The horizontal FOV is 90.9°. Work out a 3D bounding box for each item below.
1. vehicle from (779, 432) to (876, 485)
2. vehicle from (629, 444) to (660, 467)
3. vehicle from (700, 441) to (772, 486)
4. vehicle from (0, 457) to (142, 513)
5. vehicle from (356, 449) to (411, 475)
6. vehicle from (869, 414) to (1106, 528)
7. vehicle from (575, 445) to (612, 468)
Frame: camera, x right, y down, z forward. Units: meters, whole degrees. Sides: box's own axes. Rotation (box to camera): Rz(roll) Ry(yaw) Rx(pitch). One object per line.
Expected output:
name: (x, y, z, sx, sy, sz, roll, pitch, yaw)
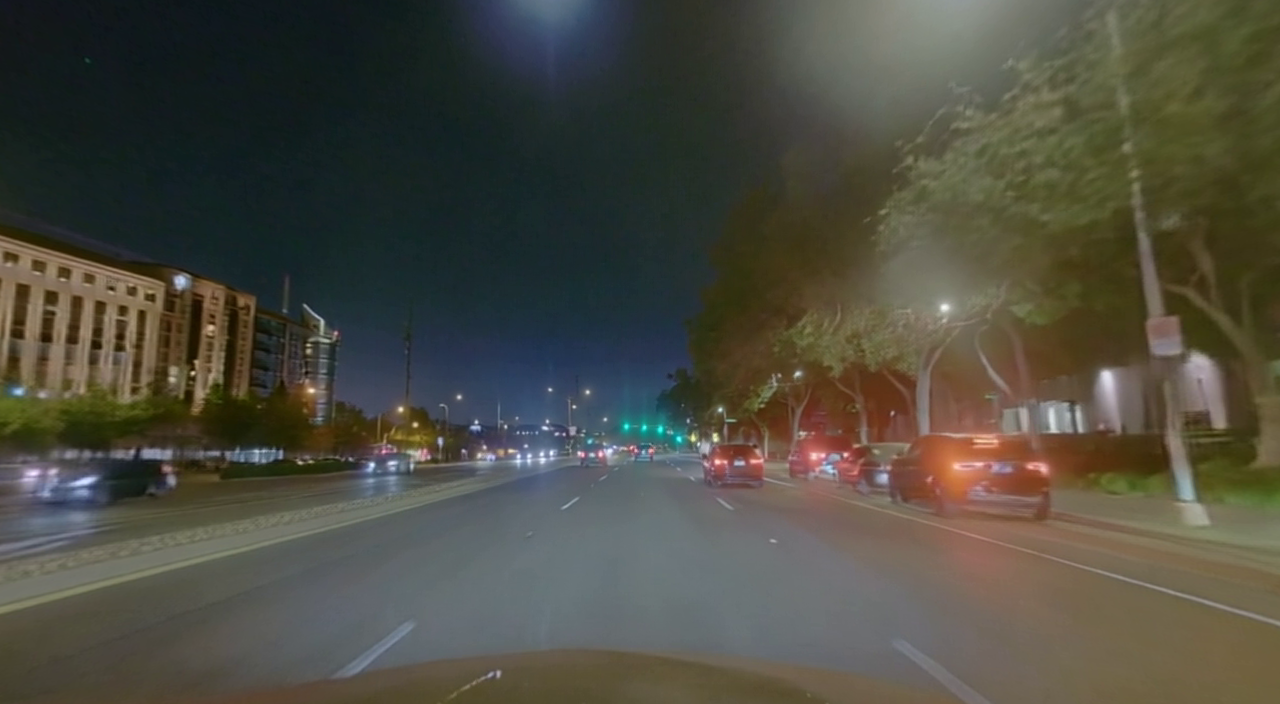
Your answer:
vehicle: (7.186, 4.138, 24.907, 2.087, 1.823, 5.906, 0, -8, 1)
vehicle: (0.356, 7.153, 43.822, 2.101, 1.480, 3.929, 0, -8, 2)
vehicle: (3.481, 4.129, 23.728, 1.990, 1.486, 4.431, 0, -8, 0)
vehicle: (-18.831, 4.257, 20.334, 1.864, 1.458, 4.598, -5, -8, 0)
vehicle: (-18.821, 8.073, 46.520, 2.022, 1.735, 4.695, 0, -8, 1)
vehicle: (6.768, 2.387, 13.164, 2.215, 1.909, 4.875, 0, -8, 1)
vehicle: (-3.049, 6.999, 42.528, 2.082, 1.467, 4.379, 0, -8, 1)
